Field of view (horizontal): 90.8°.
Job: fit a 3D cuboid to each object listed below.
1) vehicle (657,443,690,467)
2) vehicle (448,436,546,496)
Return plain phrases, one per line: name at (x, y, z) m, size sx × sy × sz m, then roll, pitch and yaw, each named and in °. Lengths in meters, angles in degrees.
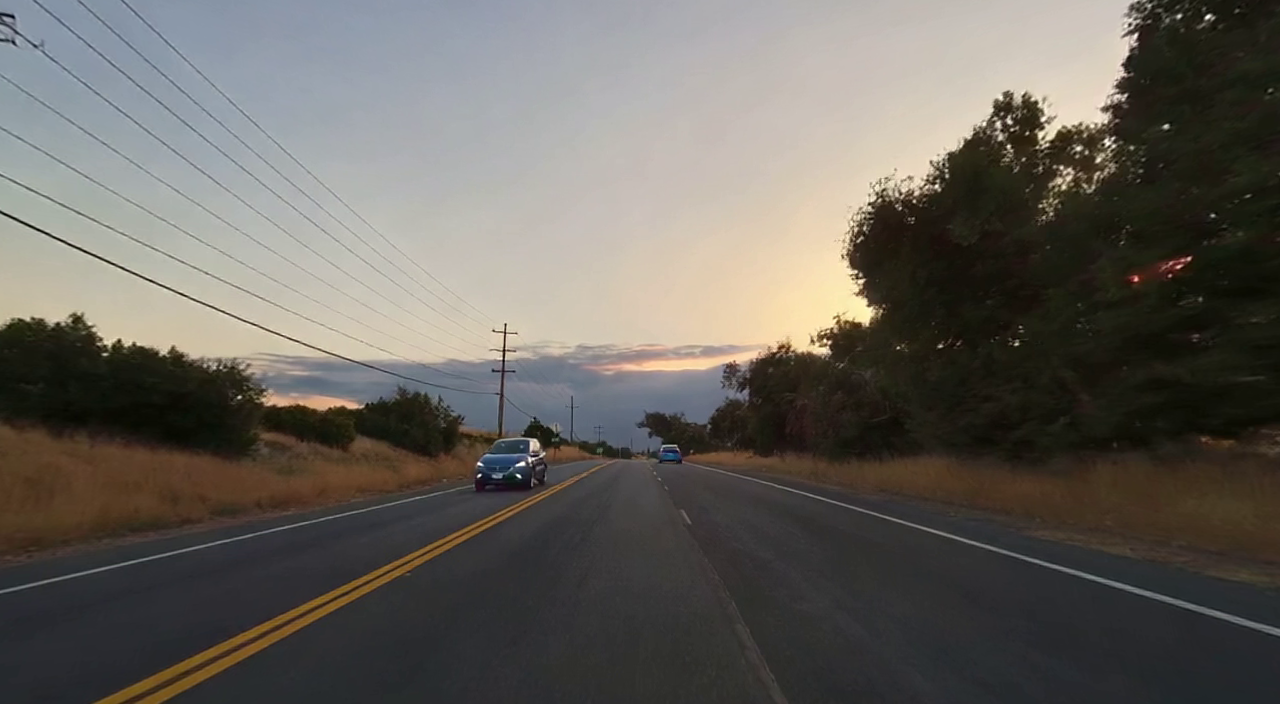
vehicle at (2.492, 7.723, 47.554) m, size 2.135 × 1.692 × 4.185 m, roll 0°, pitch -9°, yaw -2°
vehicle at (-4.672, 3.819, 21.567) m, size 2.249 × 1.795 × 4.858 m, roll 0°, pitch -9°, yaw -1°
